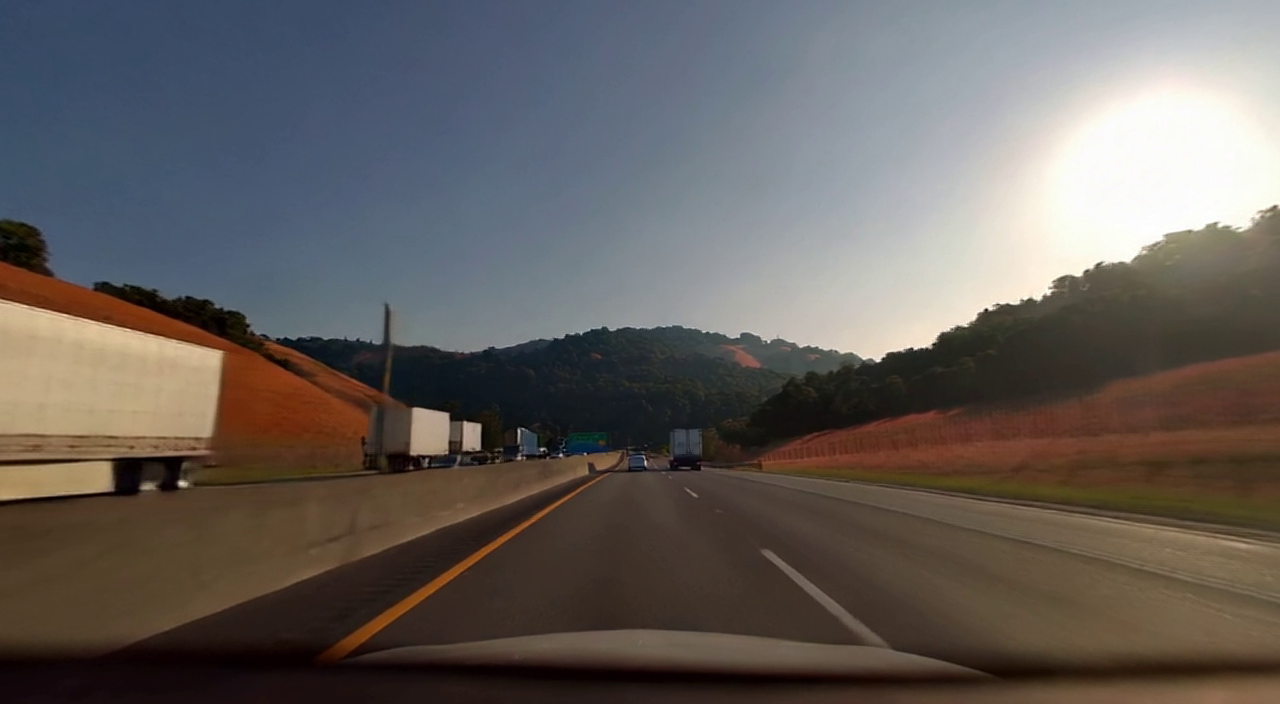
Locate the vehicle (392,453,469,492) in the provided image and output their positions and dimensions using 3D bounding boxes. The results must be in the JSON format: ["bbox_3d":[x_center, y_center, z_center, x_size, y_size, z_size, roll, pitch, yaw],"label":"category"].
[{"bbox_3d":[-8.633,4.982,26.369,1.844,1.467,3.930,1,-9,0],"label":"vehicle"}]

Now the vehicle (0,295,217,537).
[{"bbox_3d":[-12.367,0.839,9.044,2.839,4.089,14.047,0,-9,0],"label":"vehicle"}]
